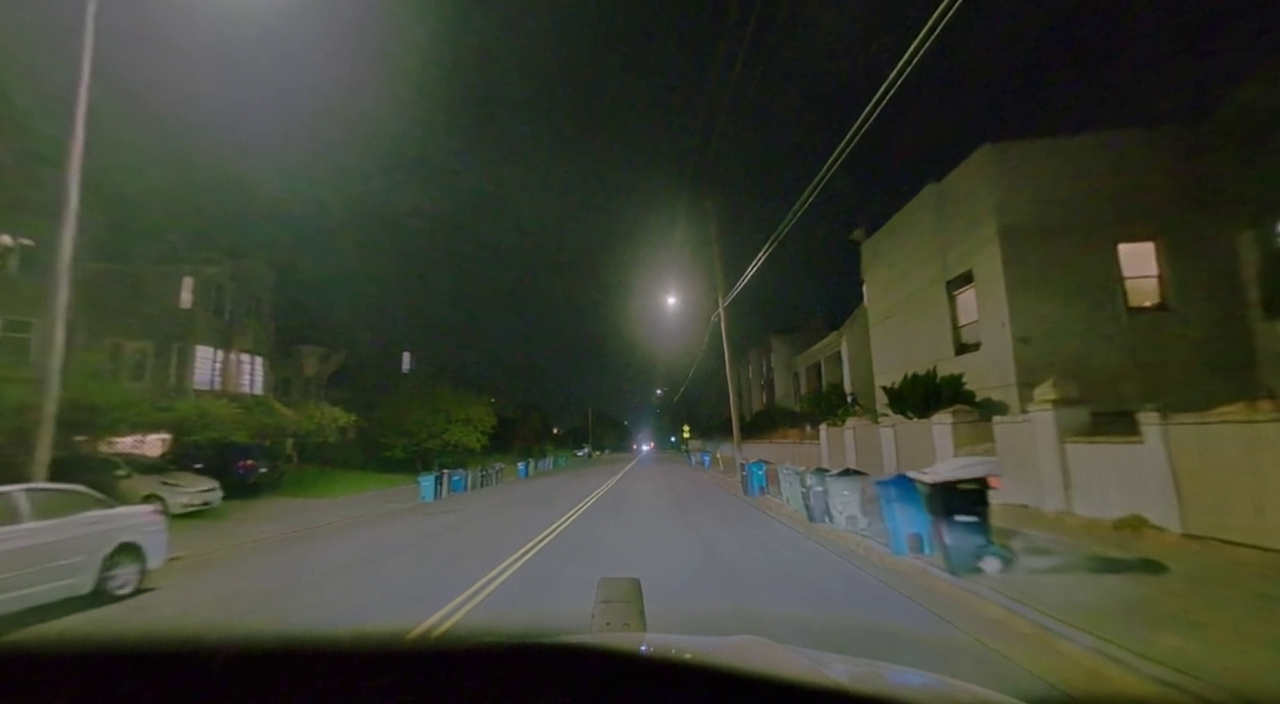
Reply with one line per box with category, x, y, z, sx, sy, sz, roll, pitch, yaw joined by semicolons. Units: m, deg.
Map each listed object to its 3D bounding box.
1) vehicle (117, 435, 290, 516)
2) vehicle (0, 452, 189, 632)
vehicle;-12.796;3.546;18.916;2.085;1.904;4.521;-5;-7;-1
vehicle;-6.505;1.759;5.559;1.880;1.458;4.292;-4;-7;1
